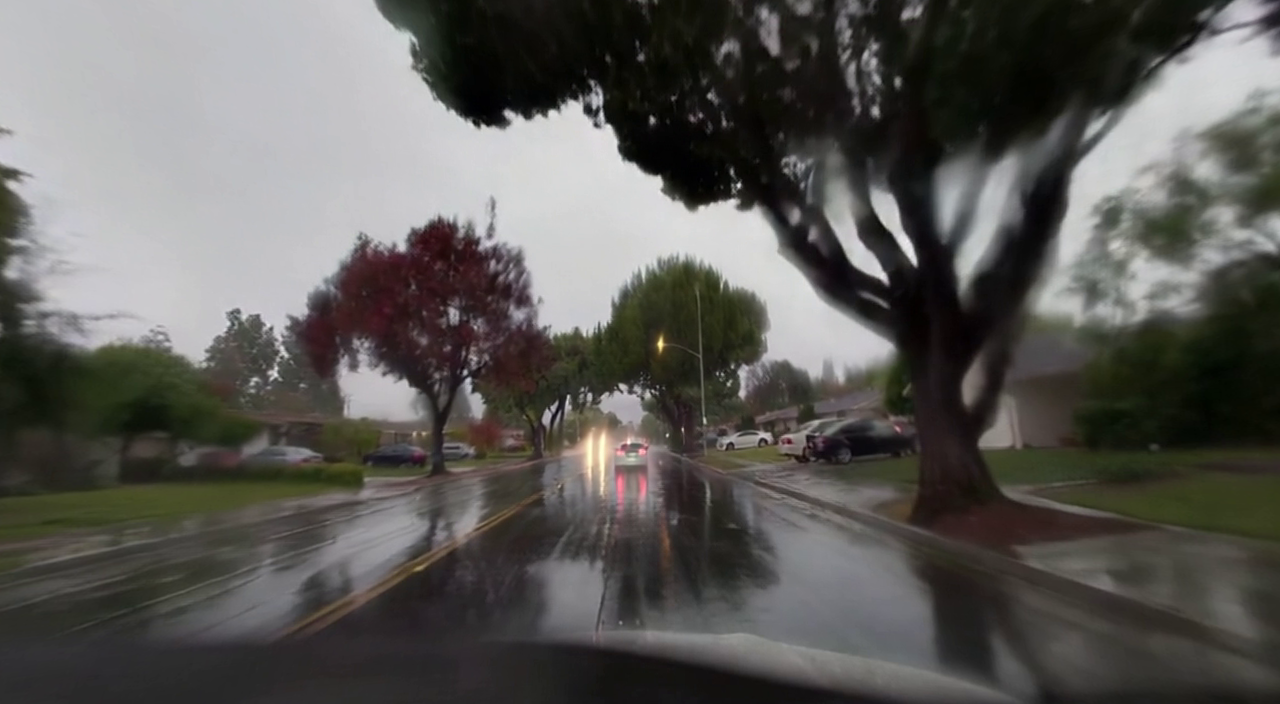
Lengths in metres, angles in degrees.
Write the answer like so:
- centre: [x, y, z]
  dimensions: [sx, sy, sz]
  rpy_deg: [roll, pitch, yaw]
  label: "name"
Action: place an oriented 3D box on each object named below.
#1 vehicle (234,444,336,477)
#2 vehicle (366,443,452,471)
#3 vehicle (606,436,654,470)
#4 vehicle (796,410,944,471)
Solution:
- centre: [-17.077, 5.152, 30.347]
  dimensions: [4.608, 1.481, 1.890]
  rpy_deg: [-4, -9, 26]
  label: "vehicle"
- centre: [-14.801, 6.756, 40.657]
  dimensions: [4.608, 1.743, 2.222]
  rpy_deg: [-1, -8, 7]
  label: "vehicle"
- centre: [-0.409, 4.718, 29.649]
  dimensions: [2.098, 1.483, 4.099]
  rpy_deg: [0, -8, 0]
  label: "vehicle"
- centre: [8.311, 3.235, 23.188]
  dimensions: [4.513, 1.617, 1.998]
  rpy_deg: [-7, -8, -1]
  label: "vehicle"
